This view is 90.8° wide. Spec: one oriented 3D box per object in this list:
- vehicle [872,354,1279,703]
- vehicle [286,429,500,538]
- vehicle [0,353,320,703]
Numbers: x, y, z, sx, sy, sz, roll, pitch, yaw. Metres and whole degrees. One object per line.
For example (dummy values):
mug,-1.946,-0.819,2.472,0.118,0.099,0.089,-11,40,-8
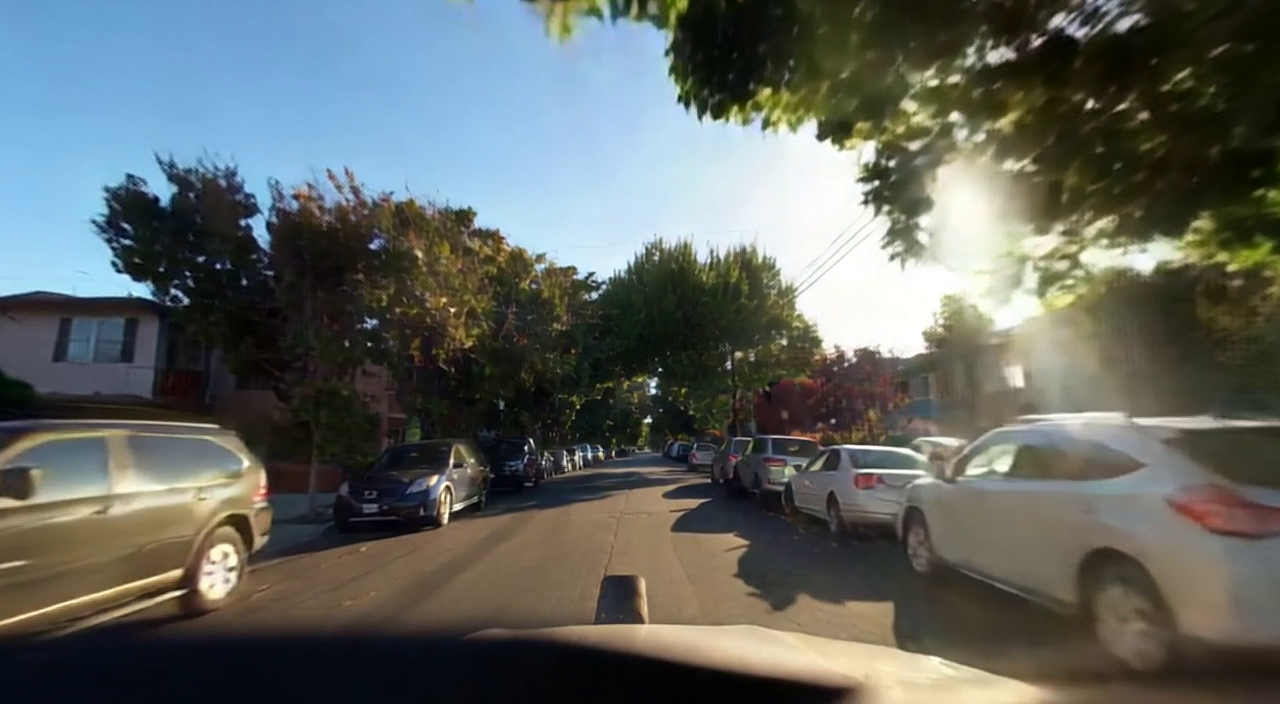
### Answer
vehicle,3.704,1.207,4.952,1.994,1.710,4.699,0,-9,0
vehicle,-5.046,2.770,14.124,2.683,1.923,5.421,0,-9,-1
vehicle,-5.054,1.247,4.855,2.390,2.123,5.371,0,-9,-1
